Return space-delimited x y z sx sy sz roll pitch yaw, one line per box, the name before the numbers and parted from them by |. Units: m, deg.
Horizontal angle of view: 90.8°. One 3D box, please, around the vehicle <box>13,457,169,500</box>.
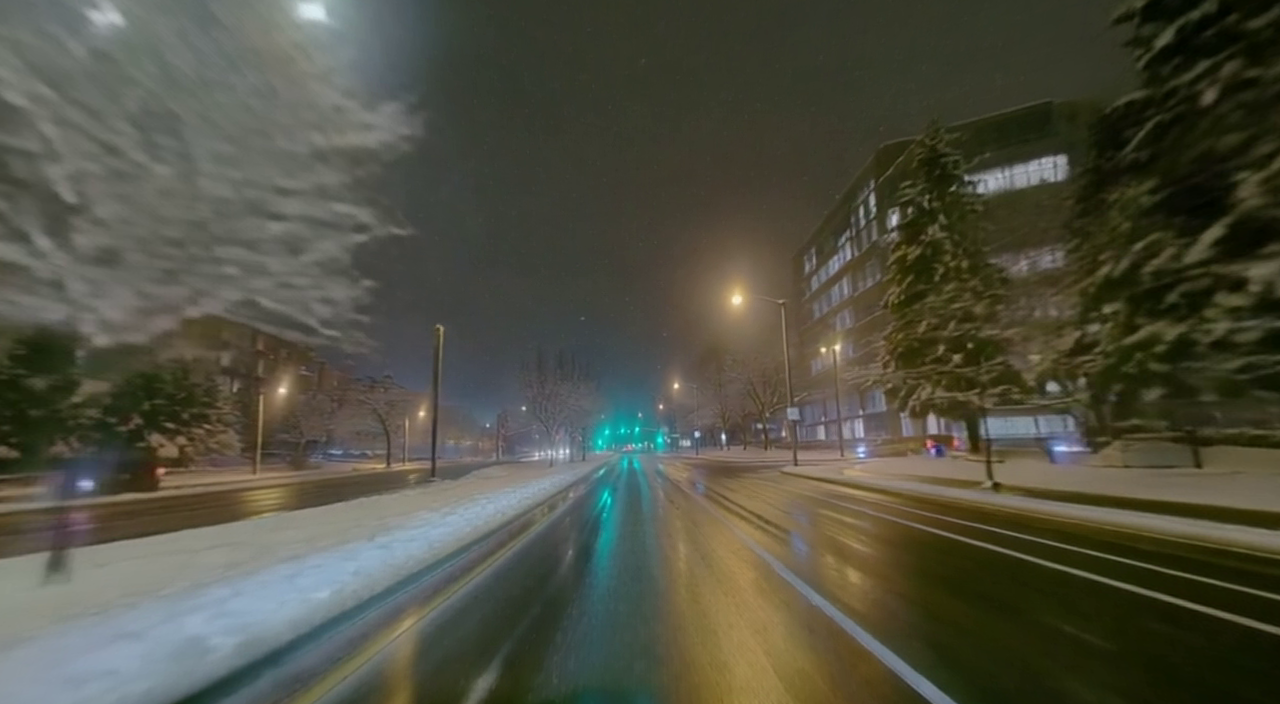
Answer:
vehicle | -21.257 4.875 24.809 1.867 1.464 4.748 0 -9 0
